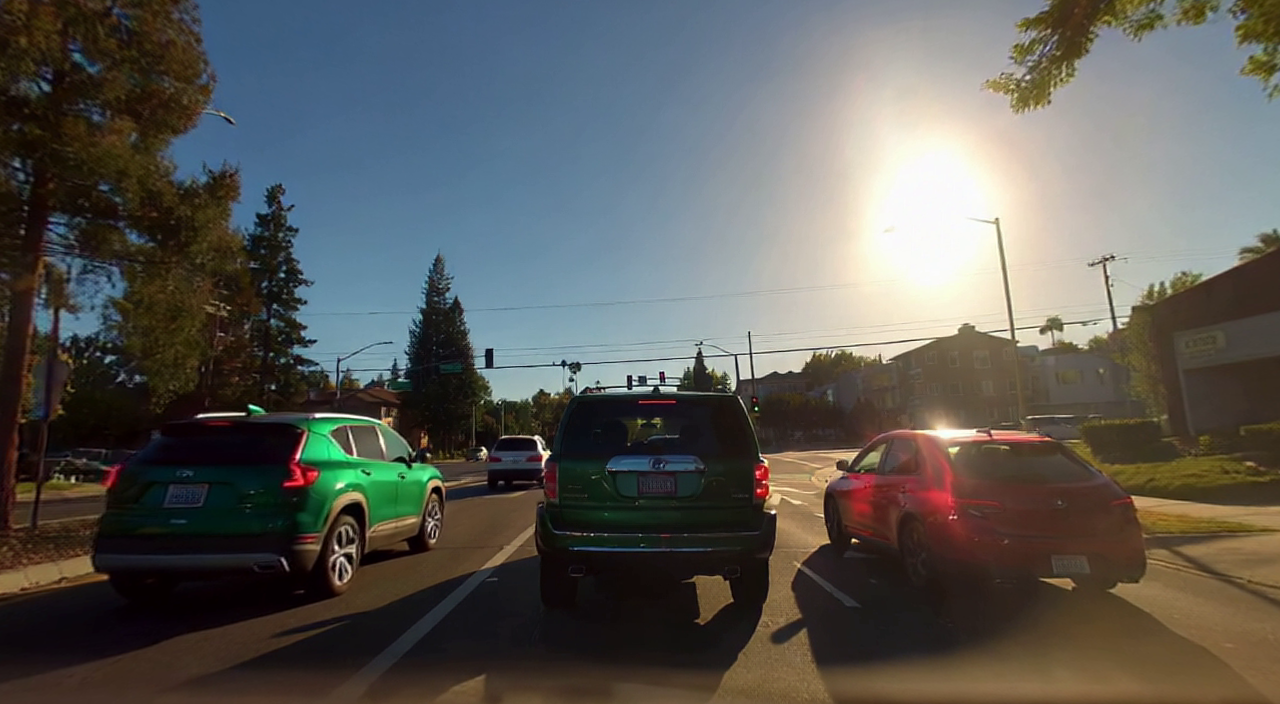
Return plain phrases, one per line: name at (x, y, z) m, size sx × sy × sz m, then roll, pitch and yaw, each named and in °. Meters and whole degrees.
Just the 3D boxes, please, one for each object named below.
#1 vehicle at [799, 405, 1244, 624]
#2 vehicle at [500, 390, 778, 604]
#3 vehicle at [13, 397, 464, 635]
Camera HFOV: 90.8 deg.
vehicle at (3.466, 1.559, 7.041) m, size 2.202 × 1.657 × 4.298 m, roll 0°, pitch -9°, yaw -1°
vehicle at (-0.029, 1.490, 7.249) m, size 2.294 × 1.761 × 3.857 m, roll 0°, pitch -9°, yaw -1°
vehicle at (-3.371, 1.444, 6.501) m, size 1.961 × 1.639 × 4.064 m, roll 0°, pitch -9°, yaw -1°
